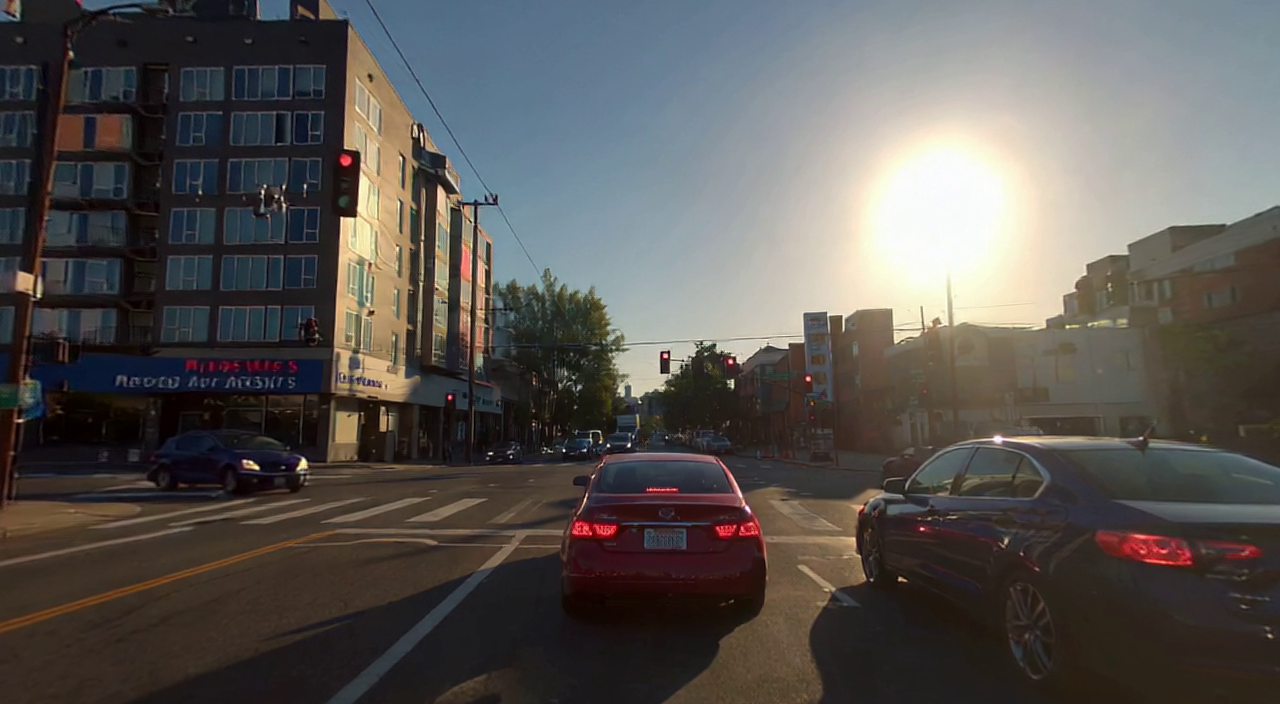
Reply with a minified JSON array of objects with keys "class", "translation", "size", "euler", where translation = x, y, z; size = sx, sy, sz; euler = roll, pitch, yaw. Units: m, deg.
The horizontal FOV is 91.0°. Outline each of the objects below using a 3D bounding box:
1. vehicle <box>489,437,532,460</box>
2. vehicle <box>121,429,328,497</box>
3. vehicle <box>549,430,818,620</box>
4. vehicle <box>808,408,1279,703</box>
[{"class":"vehicle","translation":[-9.235,6.915,45.243],"size":[2.030,1.596,3.912],"euler":[-1,-8,3]},{"class":"vehicle","translation":[-13.123,3.443,19.889],"size":[5.998,1.889,2.338],"euler":[-3,-9,22]},{"class":"vehicle","translation":[0.232,1.664,7.076],"size":[2.132,1.464,4.089],"euler":[0,-8,-3]},{"class":"vehicle","translation":[2.803,1.281,4.559],"size":[1.961,1.498,4.356],"euler":[0,-8,0]}]
